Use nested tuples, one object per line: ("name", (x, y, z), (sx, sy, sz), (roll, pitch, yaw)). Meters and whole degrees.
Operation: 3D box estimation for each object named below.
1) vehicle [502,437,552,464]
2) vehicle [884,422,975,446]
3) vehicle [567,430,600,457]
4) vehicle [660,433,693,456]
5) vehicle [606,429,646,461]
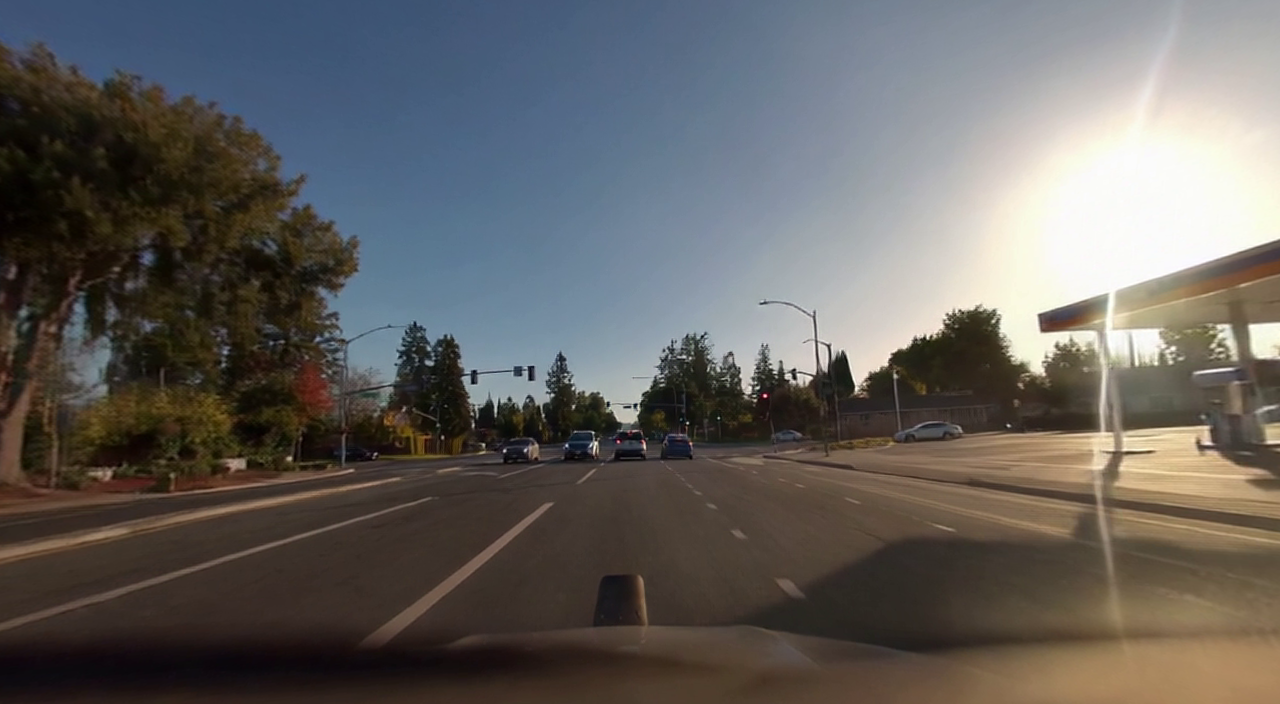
("vehicle", (-6.357, 5.594, 35.977), (2.033, 1.442, 4.668), (0, -8, -1))
("vehicle", (18.001, 5.114, 39.266), (4.660, 1.462, 2.034), (0, -8, 0))
("vehicle", (-4.006, 6.608, 45.284), (2.139, 1.851, 3.970), (0, -8, -2))
("vehicle", (2.721, 7.018, 47.884), (2.103, 1.647, 4.318), (0, -8, -2))
("vehicle", (-0.757, 5.348, 36.245), (2.146, 1.742, 4.095), (0, -8, 0))
